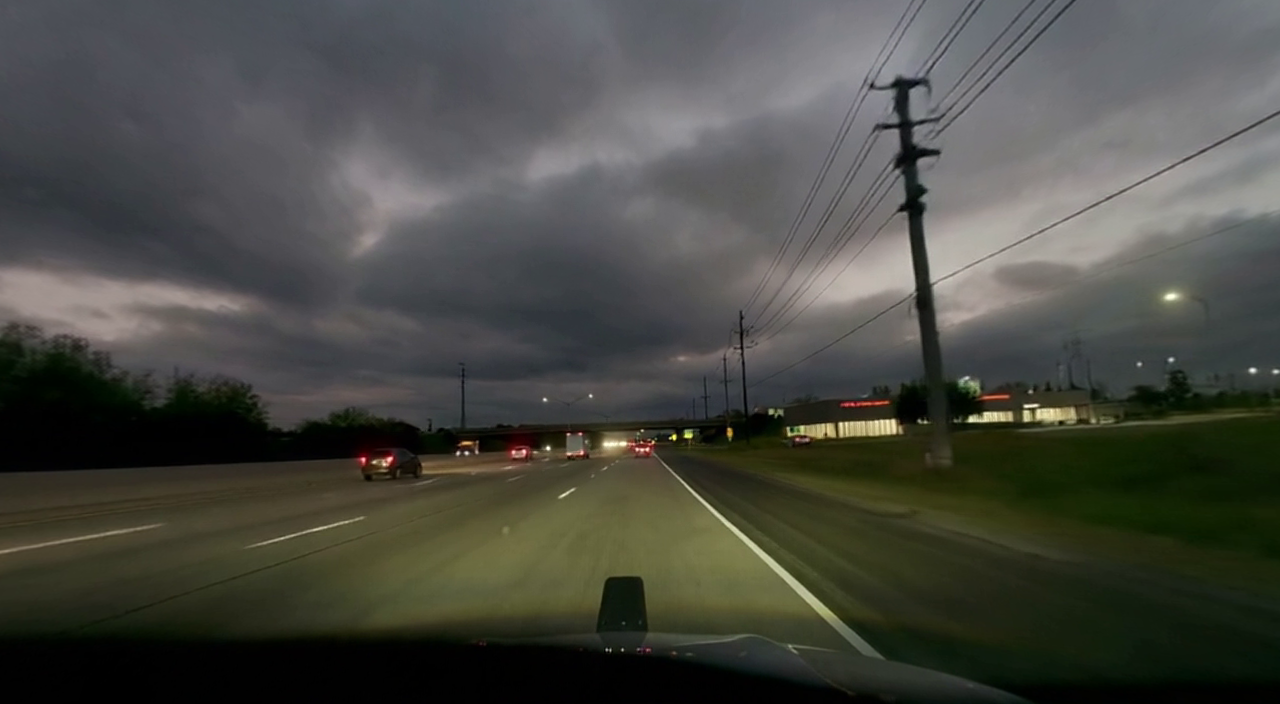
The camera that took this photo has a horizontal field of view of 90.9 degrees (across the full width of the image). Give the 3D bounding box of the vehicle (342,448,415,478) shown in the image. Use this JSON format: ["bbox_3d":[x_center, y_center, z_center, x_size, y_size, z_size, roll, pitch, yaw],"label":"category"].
[{"bbox_3d":[-14.198,6.027,34.528,1.988,1.477,4.442,0,-8,1],"label":"vehicle"}]
